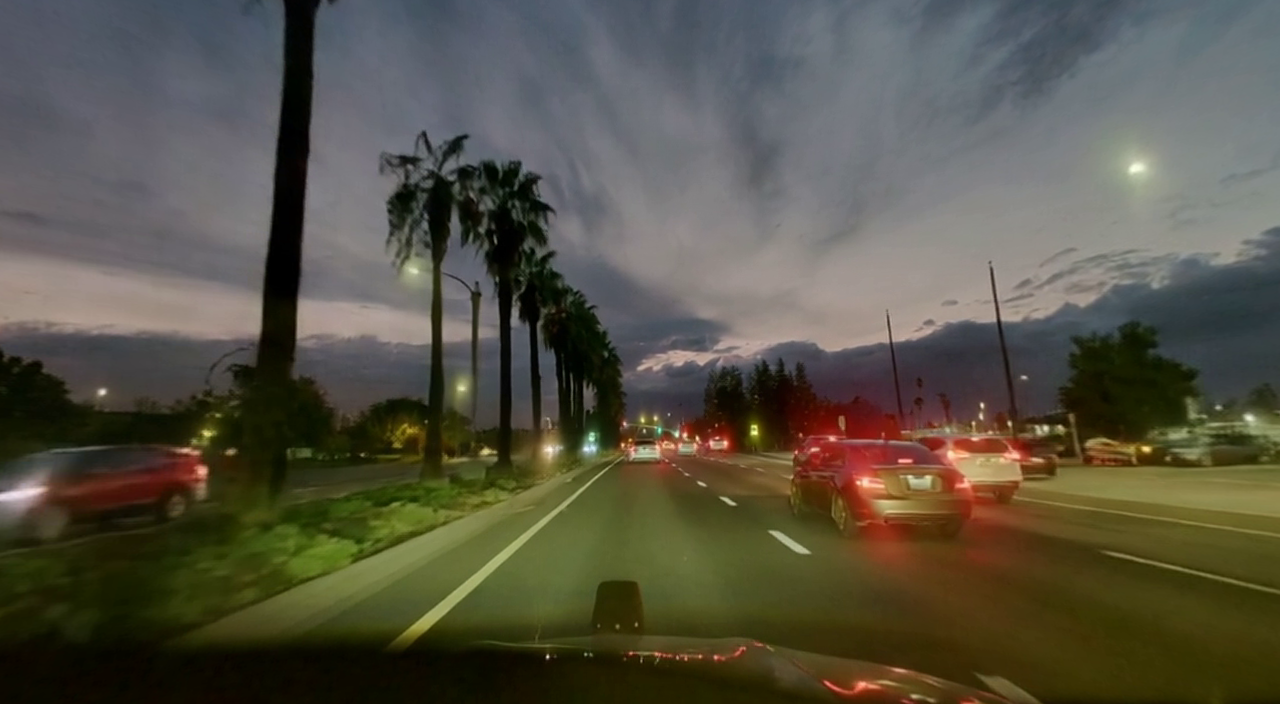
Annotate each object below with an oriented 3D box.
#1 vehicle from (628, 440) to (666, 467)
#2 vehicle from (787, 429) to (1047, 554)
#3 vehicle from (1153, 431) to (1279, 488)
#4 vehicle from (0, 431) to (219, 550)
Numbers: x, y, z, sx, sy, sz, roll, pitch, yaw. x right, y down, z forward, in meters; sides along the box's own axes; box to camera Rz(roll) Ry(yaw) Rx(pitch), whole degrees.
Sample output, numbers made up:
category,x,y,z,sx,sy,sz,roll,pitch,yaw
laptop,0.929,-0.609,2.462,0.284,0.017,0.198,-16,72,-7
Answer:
category,x,y,z,sx,sy,sz,roll,pitch,yaw
vehicle,0.342,5.818,36.441,2.031,1.444,4.361,0,-8,-2
vehicle,3.783,1.963,9.701,1.875,1.452,4.453,0,-8,-2
vehicle,21.667,3.876,23.080,1.945,1.838,4.603,0,-8,0
vehicle,-10.660,2.442,11.853,2.238,1.766,4.710,-1,-8,0
